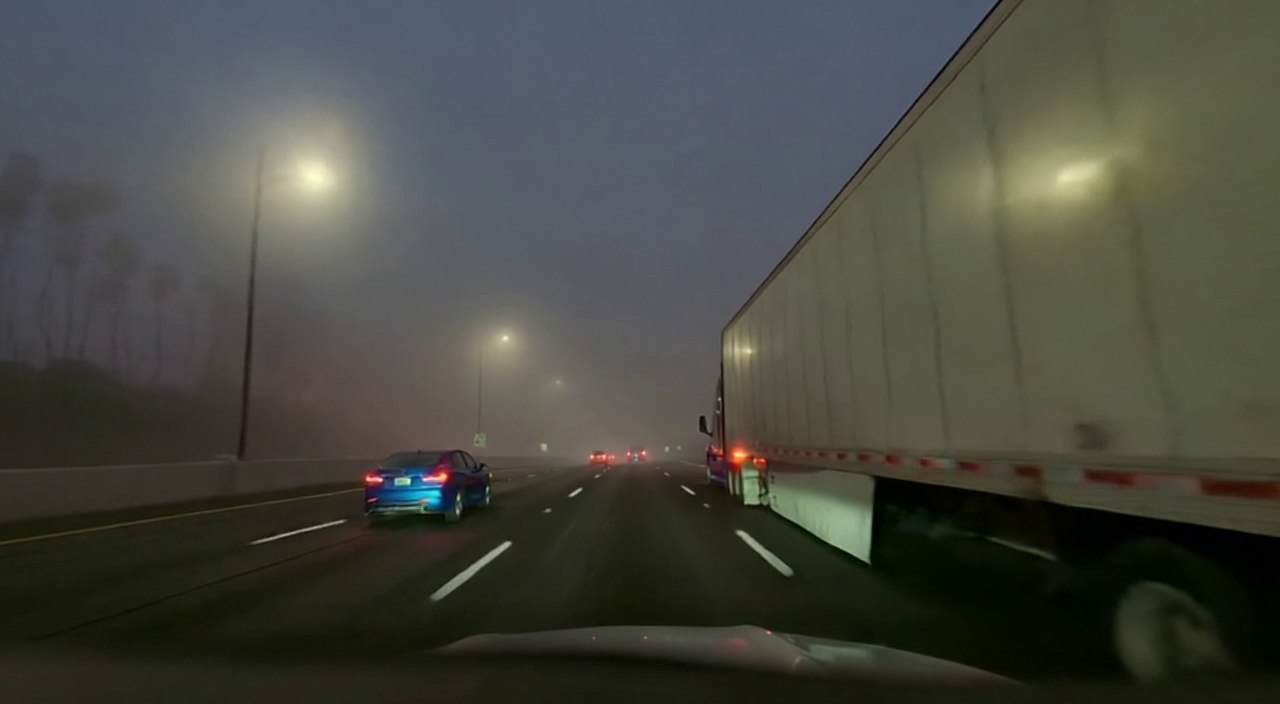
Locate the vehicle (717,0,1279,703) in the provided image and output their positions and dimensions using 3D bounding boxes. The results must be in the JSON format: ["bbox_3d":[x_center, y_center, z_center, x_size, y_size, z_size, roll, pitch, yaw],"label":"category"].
[{"bbox_3d":[3.587,0.468,8.109,2.891,4.123,16.415,0,-9,-1],"label":"vehicle"}]

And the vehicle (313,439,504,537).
[{"bbox_3d":[-4.153,2.487,12.167,2.120,1.537,4.139,0,-9,0],"label":"vehicle"}]
